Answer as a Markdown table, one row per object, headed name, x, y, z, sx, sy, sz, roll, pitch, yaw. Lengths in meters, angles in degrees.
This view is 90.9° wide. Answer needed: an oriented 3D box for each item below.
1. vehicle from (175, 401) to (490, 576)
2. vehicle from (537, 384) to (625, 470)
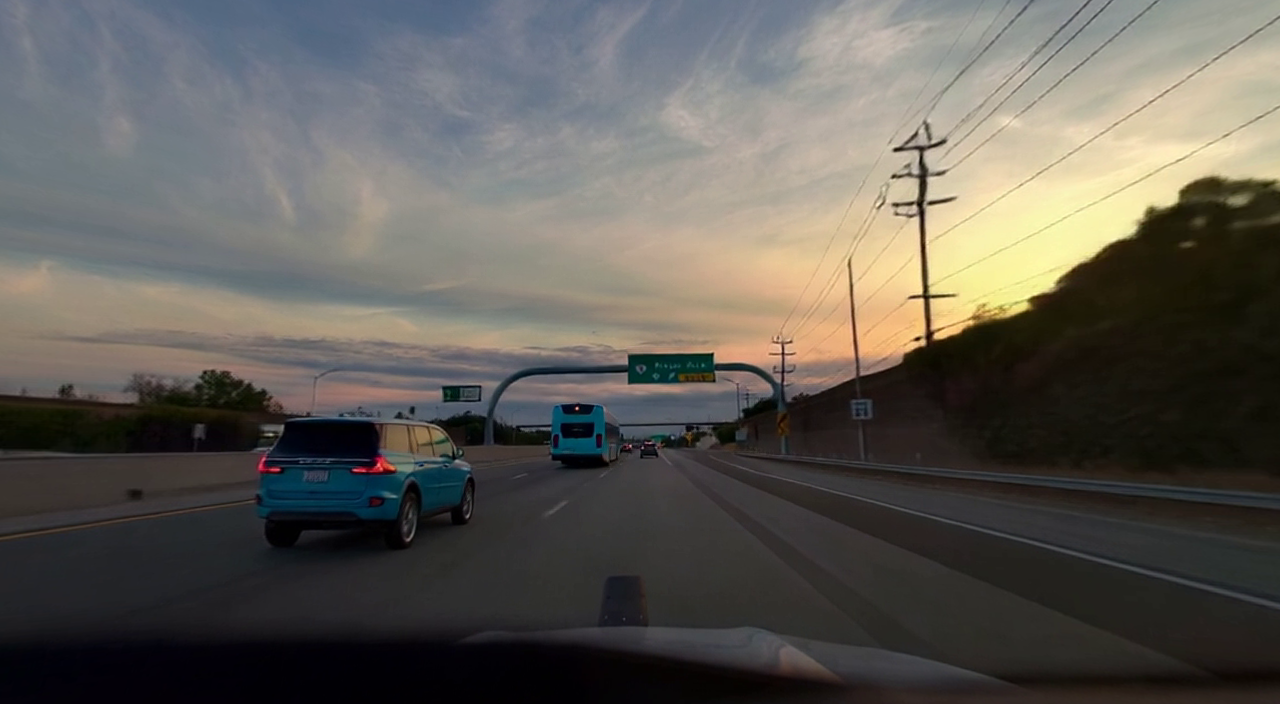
| name | x | y | z | sx | sy | sz | roll | pitch | yaw |
| --- | --- | --- | --- | --- | --- | --- | --- | --- | --- |
| vehicle | -3.585 | 1.674 | 8.473 | 2.021 | 1.730 | 4.223 | 0 | -8 | 1 |
| vehicle | -2.741 | 4.230 | 33.664 | 3.382 | 3.712 | 11.766 | 1 | -9 | 1 |
